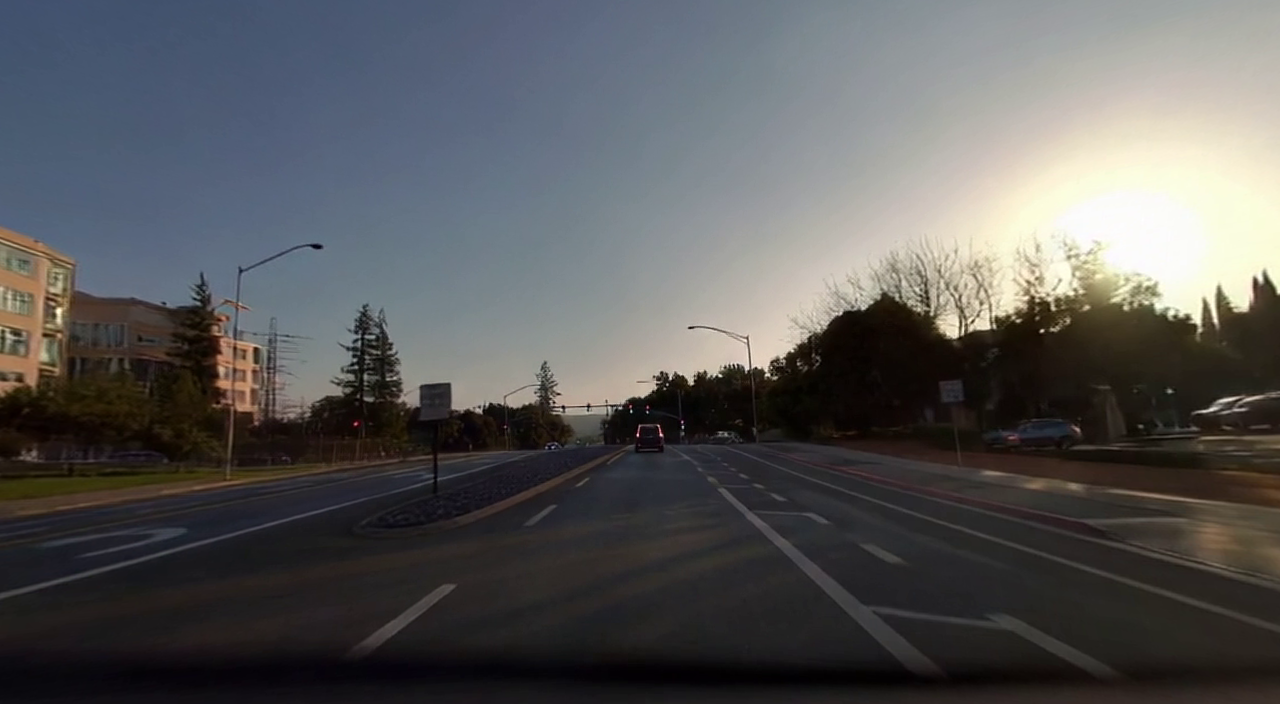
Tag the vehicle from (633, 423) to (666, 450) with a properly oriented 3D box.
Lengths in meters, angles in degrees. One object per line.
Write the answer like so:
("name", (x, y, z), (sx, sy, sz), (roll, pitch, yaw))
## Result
("vehicle", (0.689, 6.527, 48.530), (2.371, 1.926, 5.099), (0, -8, -1))
